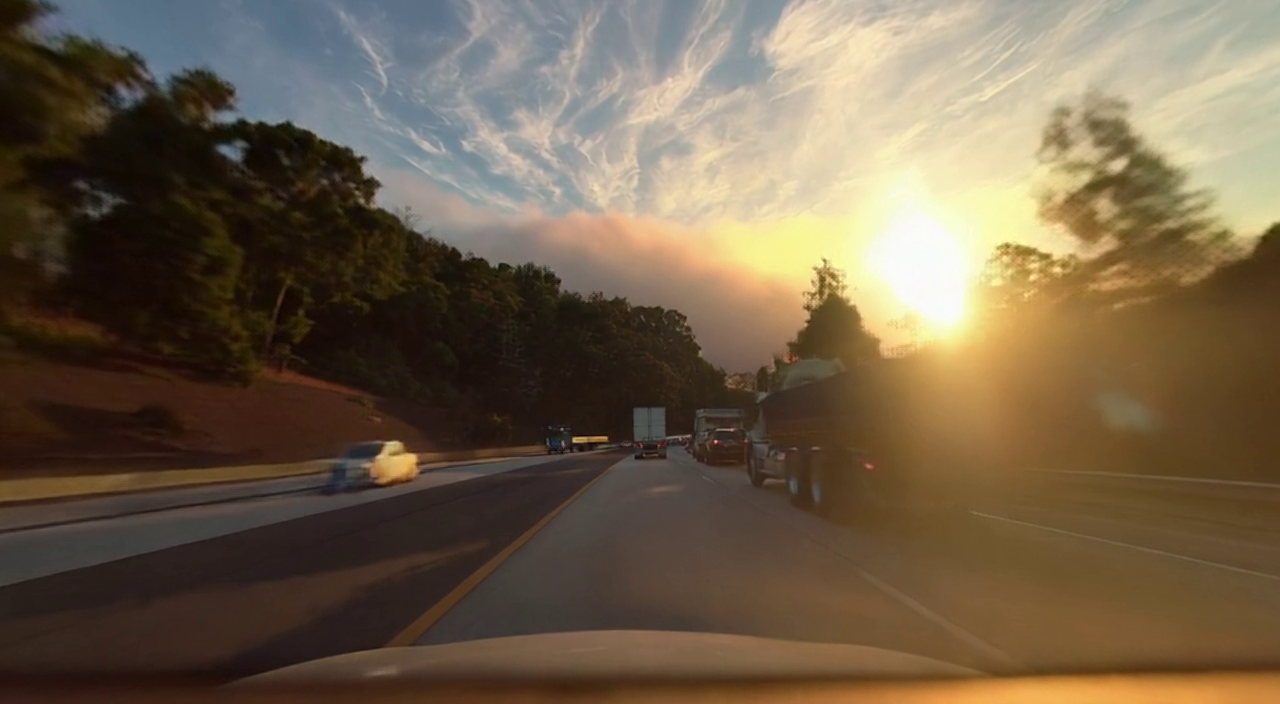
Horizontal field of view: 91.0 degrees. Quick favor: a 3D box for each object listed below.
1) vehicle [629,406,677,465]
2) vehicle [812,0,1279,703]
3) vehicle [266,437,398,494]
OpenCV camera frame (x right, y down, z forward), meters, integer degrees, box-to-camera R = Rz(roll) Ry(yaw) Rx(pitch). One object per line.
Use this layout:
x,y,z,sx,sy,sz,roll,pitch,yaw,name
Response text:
0.818,5.228,39.172,2.644,3.247,7.454,-1,-8,1,vehicle
4.481,0.162,6.409,2.860,4.036,8.586,0,-8,-1,vehicle
-8.672,3.199,18.172,1.829,1.406,3.980,0,-8,-1,vehicle
